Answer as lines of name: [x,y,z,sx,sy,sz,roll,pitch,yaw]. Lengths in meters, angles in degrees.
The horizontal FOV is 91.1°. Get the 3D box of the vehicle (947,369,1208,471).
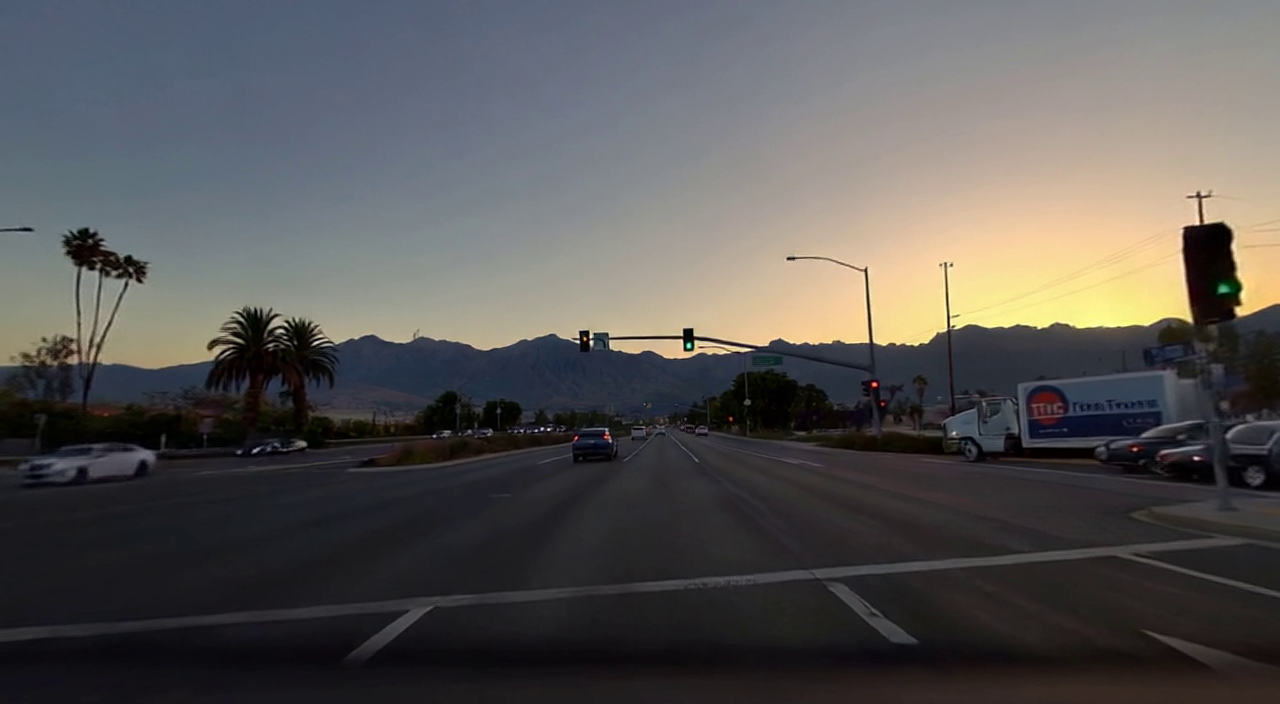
vehicle: [15.861,2.658,23.562,7.088,3.414,3.237,-2,-9,14]

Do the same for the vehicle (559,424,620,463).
vehicle: [-2.311,4.388,30.139,2.287,1.712,4.537,-1,-9,3]

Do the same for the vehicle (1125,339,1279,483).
vehicle: [18.350,1.771,18.341,5.512,3.865,3.002,-1,-9,3]

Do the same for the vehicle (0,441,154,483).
vehicle: [-23.196,4.521,26.111,2.060,1.537,4.524,-1,-9,4]
